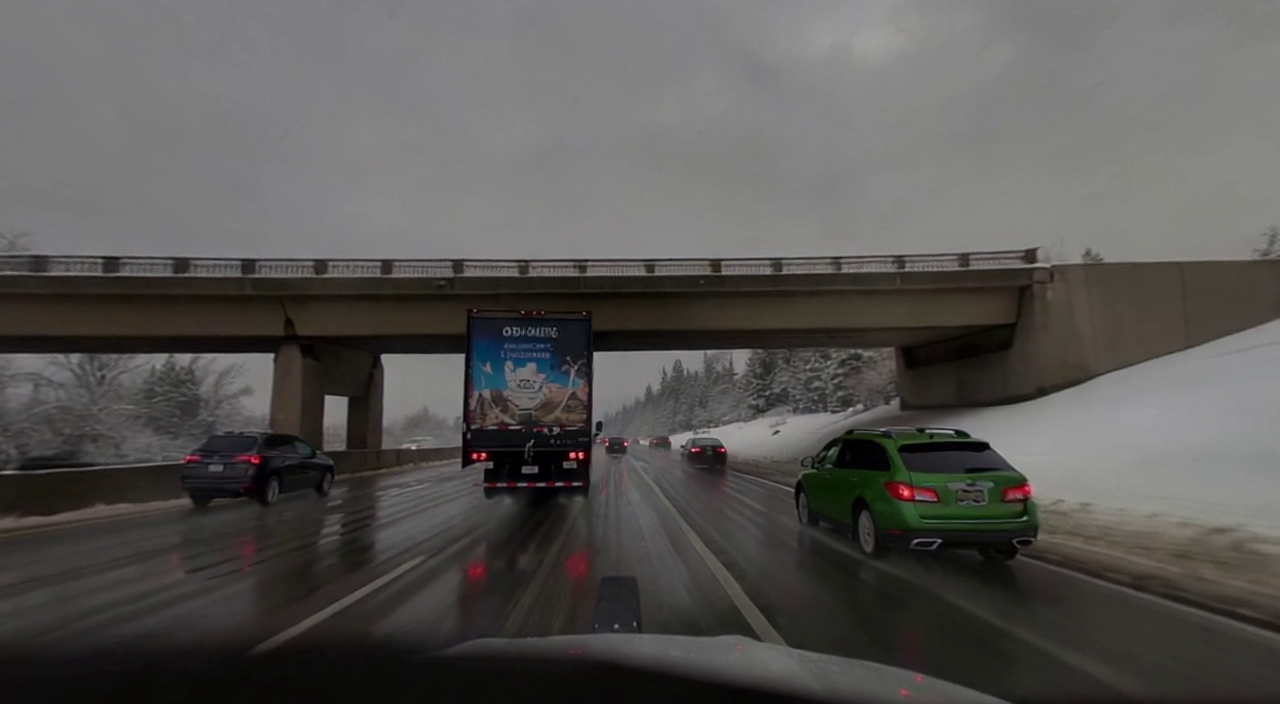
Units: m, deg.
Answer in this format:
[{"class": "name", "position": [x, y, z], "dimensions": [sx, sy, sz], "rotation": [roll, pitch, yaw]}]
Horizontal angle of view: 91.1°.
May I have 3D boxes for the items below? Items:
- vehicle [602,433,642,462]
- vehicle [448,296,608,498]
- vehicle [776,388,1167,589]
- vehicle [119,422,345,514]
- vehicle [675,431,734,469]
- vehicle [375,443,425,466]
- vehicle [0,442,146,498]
[{"class": "vehicle", "position": [-1.002, 5.435, 36.040], "dimensions": [2.168, 1.547, 4.618], "rotation": [0, -8, -1]}, {"class": "vehicle", "position": [-2.487, 1.481, 16.783], "dimensions": [2.911, 3.787, 9.905], "rotation": [1, -8, -5]}, {"class": "vehicle", "position": [3.248, 1.422, 7.479], "dimensions": [2.118, 1.647, 4.400], "rotation": [0, -8, -2]}, {"class": "vehicle", "position": [-8.544, 2.429, 13.796], "dimensions": [2.048, 1.652, 4.421], "rotation": [0, -8, -1]}, {"class": "vehicle", "position": [2.776, 4.339, 28.194], "dimensions": [2.003, 1.519, 4.580], "rotation": [0, -8, -2]}, {"class": "vehicle", "position": [-17.070, 7.304, 44.985], "dimensions": [1.874, 1.491, 4.393], "rotation": [0, -8, 0]}, {"class": "vehicle", "position": [-19.882, 3.968, 21.671], "dimensions": [2.008, 1.646, 4.615], "rotation": [0, -8, -1]}]
